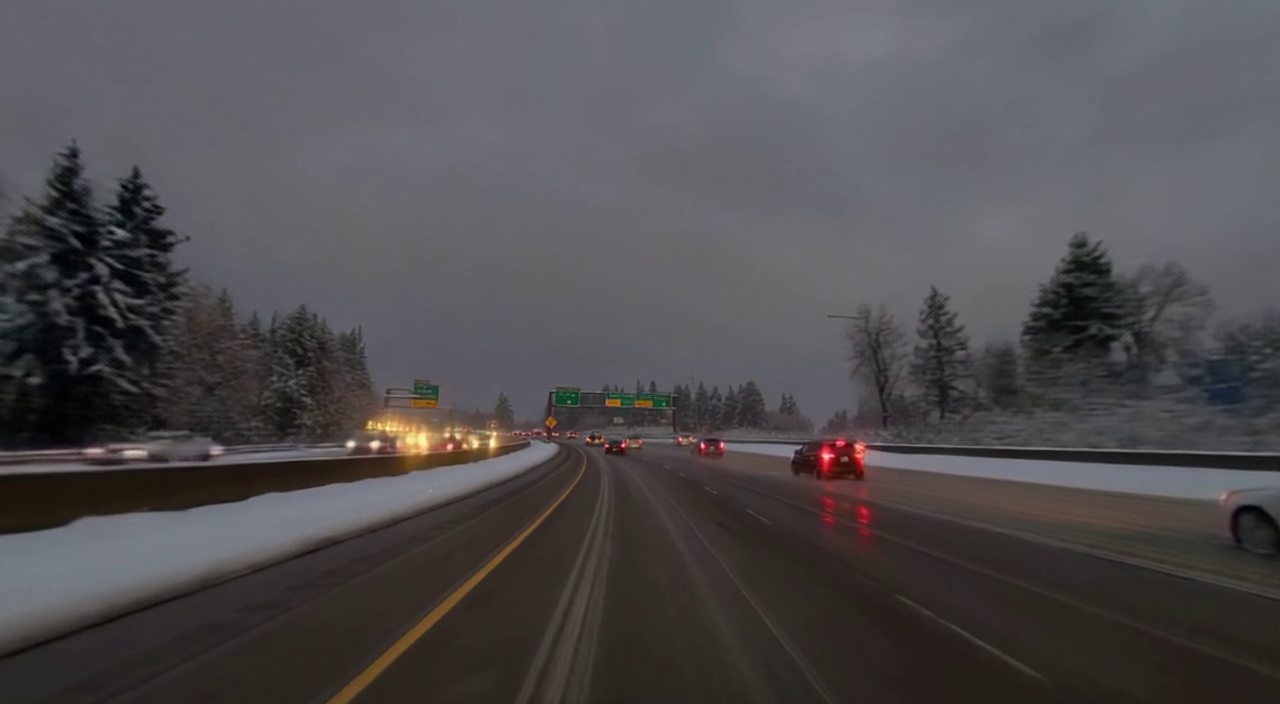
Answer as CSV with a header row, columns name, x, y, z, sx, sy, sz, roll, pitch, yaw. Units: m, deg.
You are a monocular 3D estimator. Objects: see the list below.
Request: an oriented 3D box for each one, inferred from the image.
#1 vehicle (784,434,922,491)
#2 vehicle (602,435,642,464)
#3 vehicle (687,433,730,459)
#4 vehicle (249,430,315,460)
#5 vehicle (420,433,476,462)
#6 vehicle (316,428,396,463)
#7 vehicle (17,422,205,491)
name,x,y,z,sx,sy,sz,roll,pitch,yaw
vehicle,6.239,3.315,19.282,2.196,1.494,4.735,1,-9,-5
vehicle,-1.076,5.586,36.275,2.090,1.510,4.280,1,-9,-4
vehicle,4.472,6.245,42.089,2.094,1.652,3.955,1,-9,-5
vehicle,-23.190,6.086,41.127,1.970,1.823,4.503,1,-9,-6
vehicle,-10.449,5.254,34.707,1.900,1.491,4.406,0,-9,-3
vehicle,-16.065,5.344,36.091,2.345,1.818,5.149,0,-9,-2
vehicle,-14.478,2.891,17.657,1.912,1.685,3.901,0,-9,-3
